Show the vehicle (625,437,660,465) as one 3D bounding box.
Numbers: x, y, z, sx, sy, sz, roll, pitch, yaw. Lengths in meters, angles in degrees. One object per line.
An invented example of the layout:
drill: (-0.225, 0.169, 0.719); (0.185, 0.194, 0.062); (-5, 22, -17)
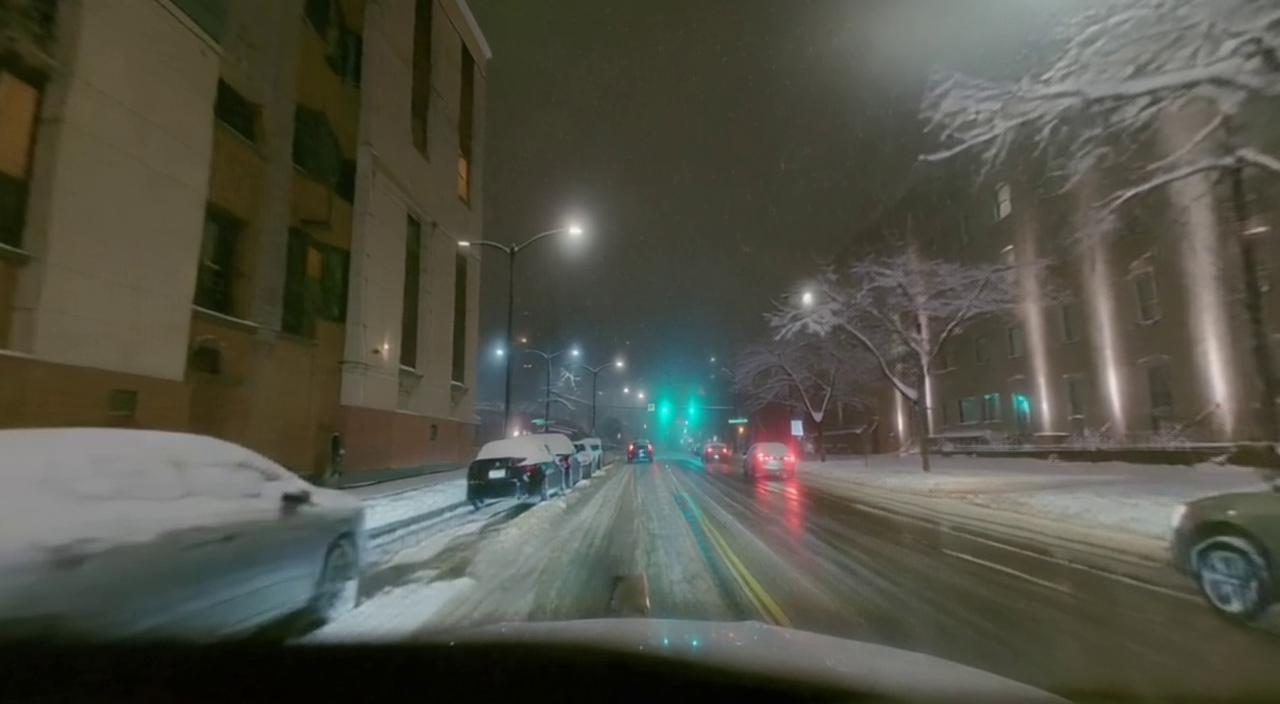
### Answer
vehicle: (0.197, 6.294, 40.301); (2.122, 1.689, 3.885); (0, -8, 1)

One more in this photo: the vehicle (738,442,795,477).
vehicle: (5.627, 4.813, 28.515); (1.799, 1.463, 3.464); (0, -8, -1)

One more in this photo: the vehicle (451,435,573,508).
vehicle: (-2.857, 2.776, 15.098); (1.843, 1.482, 4.310); (-1, -8, 3)

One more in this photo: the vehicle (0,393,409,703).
vehicle: (-3.079, 0.998, 2.815); (2.040, 1.478, 5.097); (0, -8, 2)

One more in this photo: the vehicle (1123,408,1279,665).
vehicle: (4.981, 1.027, 3.074); (1.891, 1.599, 4.173); (0, -8, 0)
